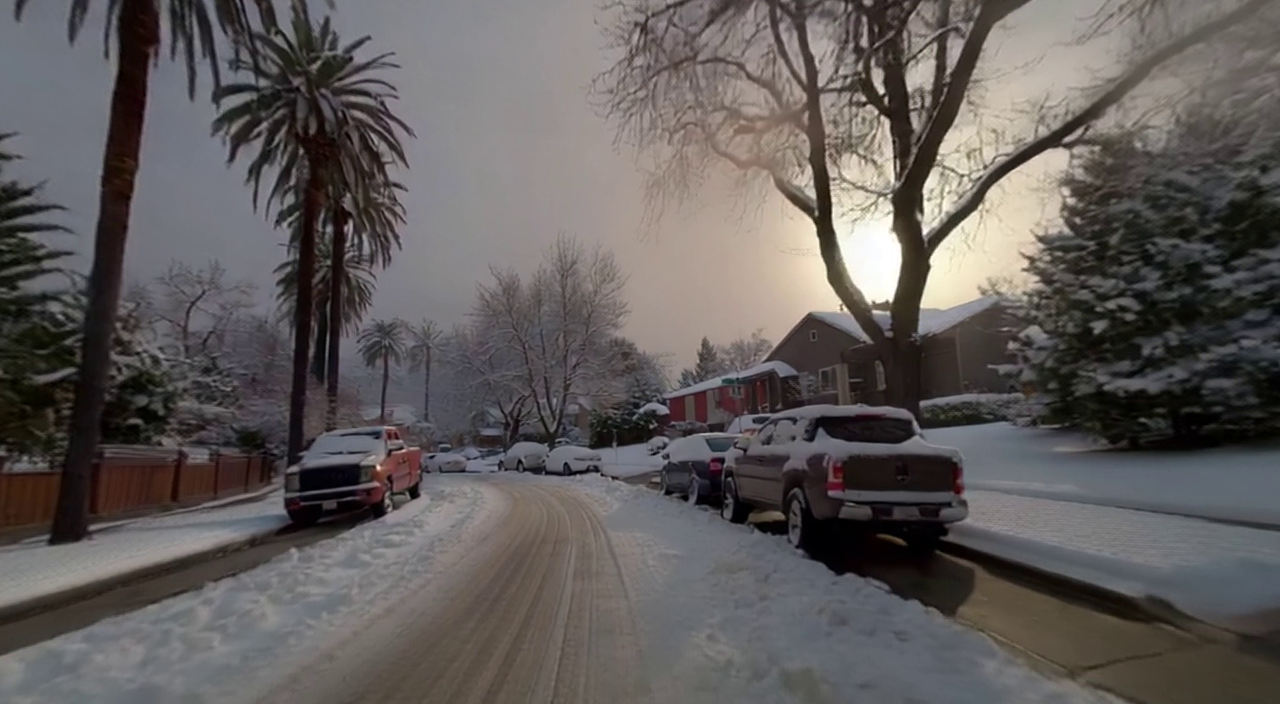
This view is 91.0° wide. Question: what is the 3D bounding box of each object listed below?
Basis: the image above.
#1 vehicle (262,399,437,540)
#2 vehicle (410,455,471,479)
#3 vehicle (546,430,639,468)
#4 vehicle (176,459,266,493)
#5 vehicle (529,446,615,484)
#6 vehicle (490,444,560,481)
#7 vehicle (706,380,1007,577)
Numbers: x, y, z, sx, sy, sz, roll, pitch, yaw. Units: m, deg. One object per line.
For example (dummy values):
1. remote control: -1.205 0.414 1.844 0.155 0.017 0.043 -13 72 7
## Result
1. vehicle: -6.333 2.593 14.634 2.337 2.289 6.092 -6 -7 -14
2. vehicle: -14.036 8.043 44.175 4.768 1.484 2.006 -8 -11 44
3. vehicle: -3.020 6.213 40.372 5.510 2.121 2.129 0 -8 15
4. vehicle: -32.129 9.530 48.292 5.628 2.109 2.395 1 -13 18
5. vehicle: -3.265 5.171 29.204 2.108 1.503 4.977 5 -9 -30
6. vehicle: -6.250 5.870 33.799 1.918 1.753 4.655 6 -10 -34
7. vehicle: 2.530 1.641 9.019 2.139 1.997 4.864 1 -8 -6
